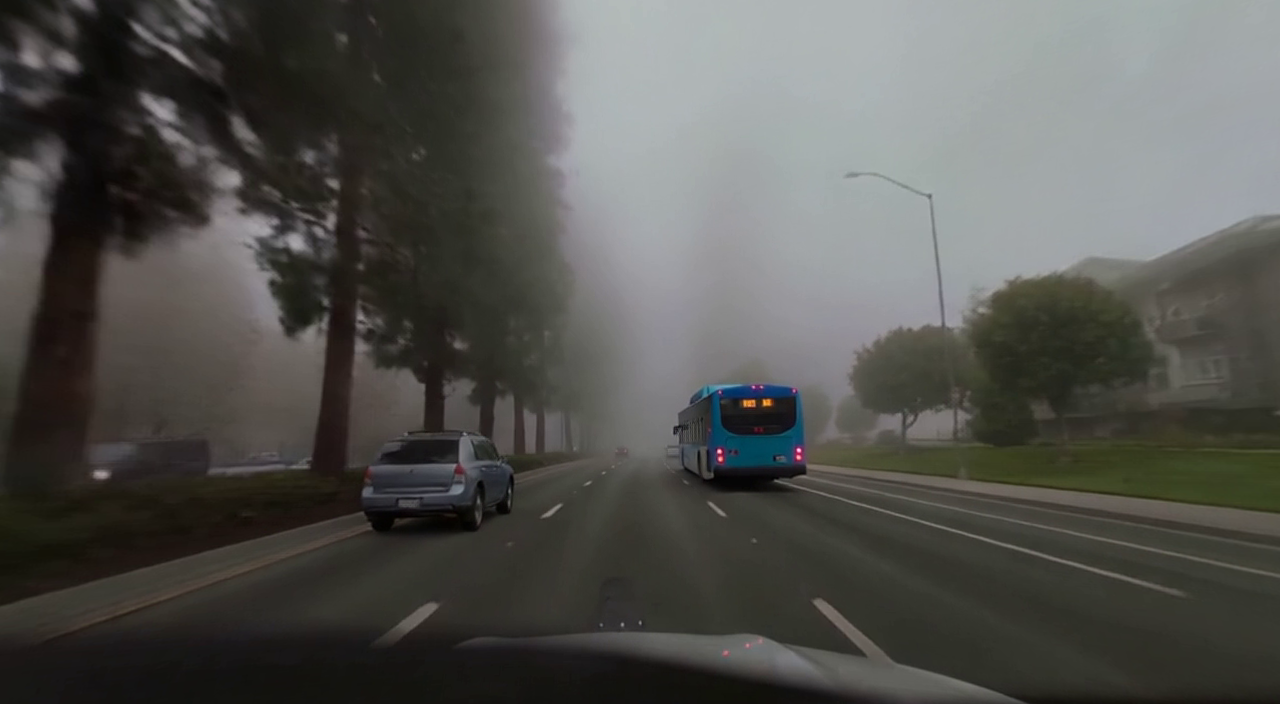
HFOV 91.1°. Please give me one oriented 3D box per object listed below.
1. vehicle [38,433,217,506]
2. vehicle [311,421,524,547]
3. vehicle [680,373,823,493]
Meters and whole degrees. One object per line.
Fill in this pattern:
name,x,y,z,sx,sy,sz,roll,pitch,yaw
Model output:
vehicle,-22.225,5.062,27.774,2.593,2.836,6.122,0,-8,1
vehicle,-3.578,2.208,11.181,2.111,1.767,4.333,0,-8,1
vehicle,3.464,3.163,23.714,3.072,3.278,12.747,0,-8,0
